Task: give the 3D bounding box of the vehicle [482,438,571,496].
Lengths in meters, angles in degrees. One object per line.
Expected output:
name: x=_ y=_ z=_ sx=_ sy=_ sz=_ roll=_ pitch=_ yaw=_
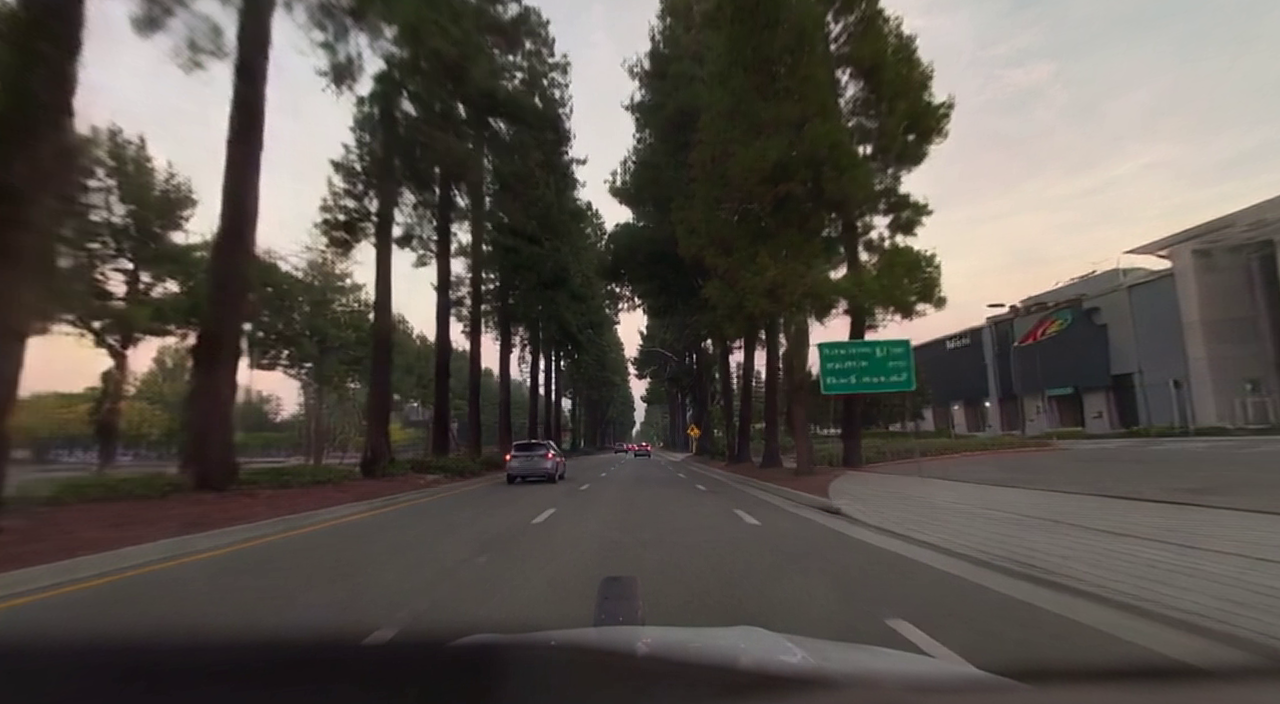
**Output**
vehicle: x=-3.379 y=3.503 z=19.663 sx=1.942 sy=1.588 sz=4.172 roll=0 pitch=-9 yaw=1
